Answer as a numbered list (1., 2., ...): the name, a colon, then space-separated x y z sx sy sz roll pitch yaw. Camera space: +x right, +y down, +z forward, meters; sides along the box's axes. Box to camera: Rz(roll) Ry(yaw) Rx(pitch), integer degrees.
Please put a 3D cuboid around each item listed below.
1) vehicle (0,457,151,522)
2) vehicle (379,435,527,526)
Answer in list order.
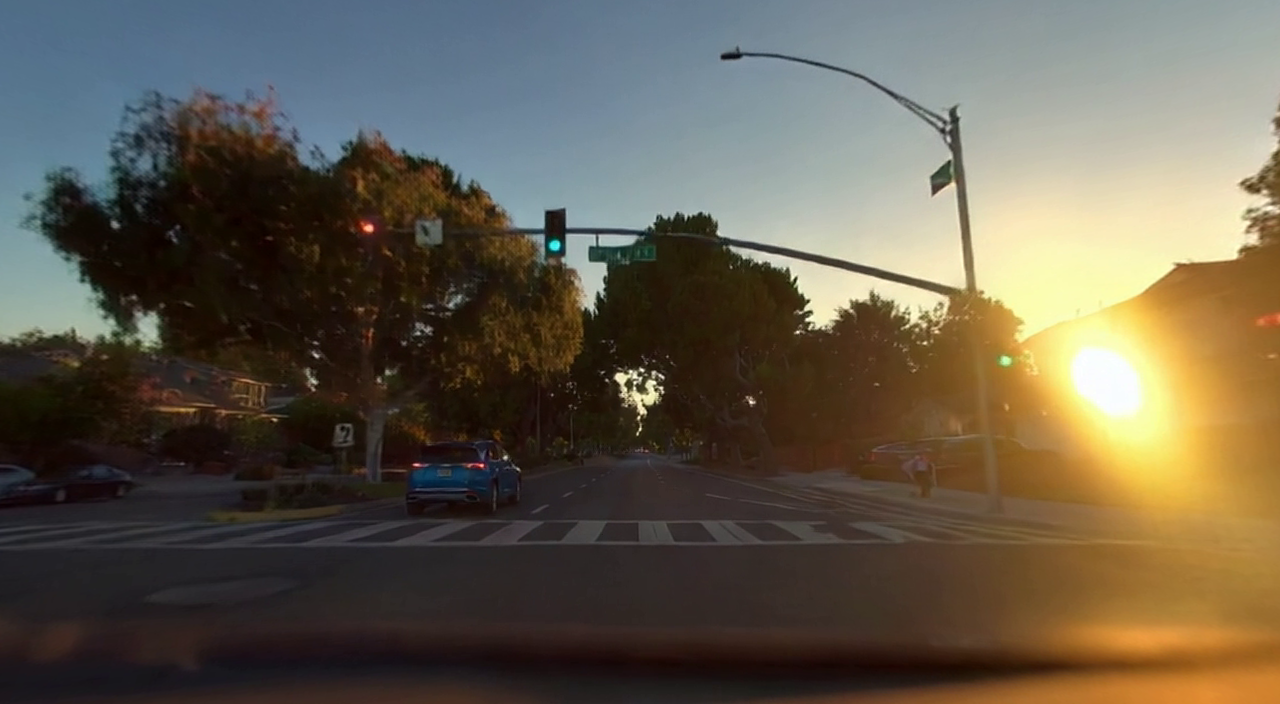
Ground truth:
1. vehicle: -16.565 3.737 17.737 1.941 1.495 4.713 0 -8 -1
2. vehicle: -3.978 2.796 14.335 1.993 1.733 4.262 0 -8 1
